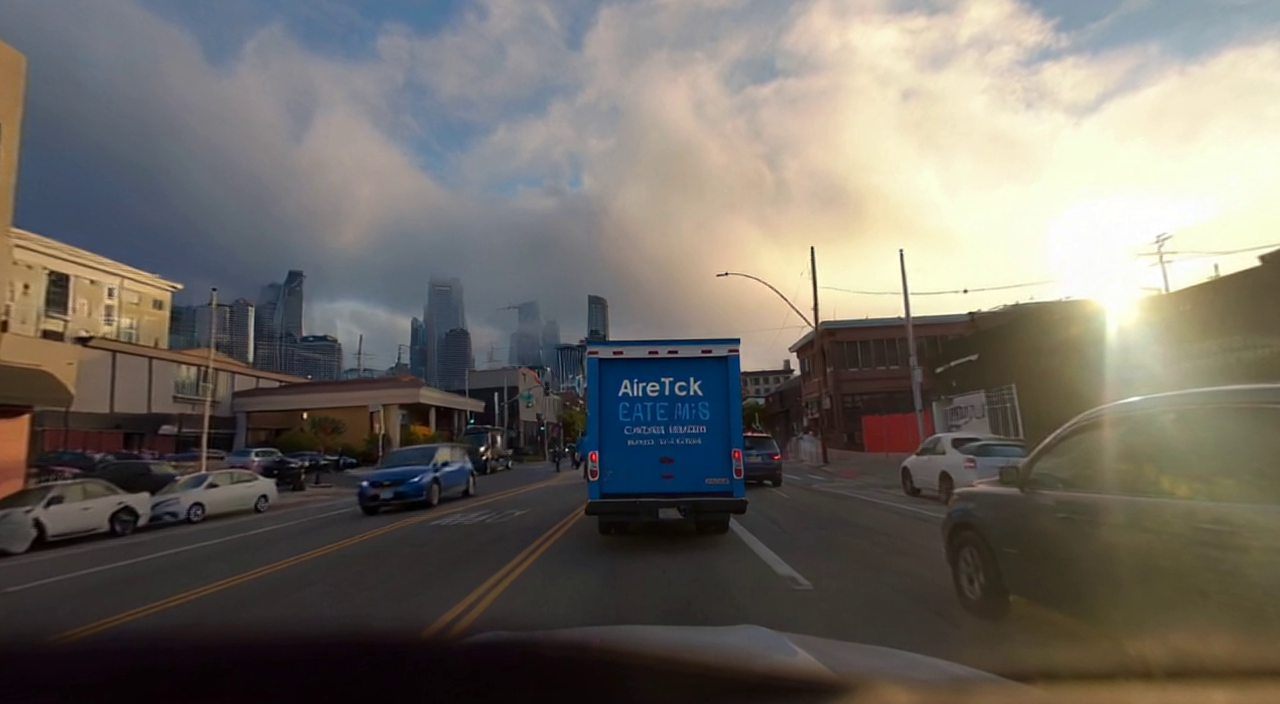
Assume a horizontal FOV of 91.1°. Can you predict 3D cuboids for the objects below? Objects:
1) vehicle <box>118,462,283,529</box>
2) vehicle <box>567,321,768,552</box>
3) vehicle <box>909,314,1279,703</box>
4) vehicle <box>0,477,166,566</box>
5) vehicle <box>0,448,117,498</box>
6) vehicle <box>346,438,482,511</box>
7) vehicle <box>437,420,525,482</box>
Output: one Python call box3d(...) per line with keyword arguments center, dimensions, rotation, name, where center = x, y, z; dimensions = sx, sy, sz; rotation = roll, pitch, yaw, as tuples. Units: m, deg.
box3d(center=(-13.372, 4.347, 19.515), dimensions=(1.943, 1.682, 4.365), rotation=(0, -9, 0), name="vehicle")
box3d(center=(0.242, 1.505, 11.111), dimensions=(2.517, 2.926, 6.177), rotation=(0, -9, -2), name="vehicle")
box3d(center=(3.388, 0.897, 3.153), dimensions=(2.104, 1.786, 4.498), rotation=(0, -9, 1), name="vehicle")
box3d(center=(-13.494, 3.740, 14.342), dimensions=(1.901, 1.508, 4.405), rotation=(0, -9, -1), name="vehicle")
box3d(center=(-27.936, 5.794, 30.174), dimensions=(3.961, 1.764, 1.952), rotation=(-6, -5, 2), name="vehicle")
box3d(center=(-5.940, 3.243, 17.170), dimensions=(2.046, 1.711, 4.320), rotation=(0, -9, 1), name="vehicle")
box3d(center=(-9.058, 5.797, 36.940), dimensions=(2.883, 3.199, 7.964), rotation=(0, -9, 2), name="vehicle")
